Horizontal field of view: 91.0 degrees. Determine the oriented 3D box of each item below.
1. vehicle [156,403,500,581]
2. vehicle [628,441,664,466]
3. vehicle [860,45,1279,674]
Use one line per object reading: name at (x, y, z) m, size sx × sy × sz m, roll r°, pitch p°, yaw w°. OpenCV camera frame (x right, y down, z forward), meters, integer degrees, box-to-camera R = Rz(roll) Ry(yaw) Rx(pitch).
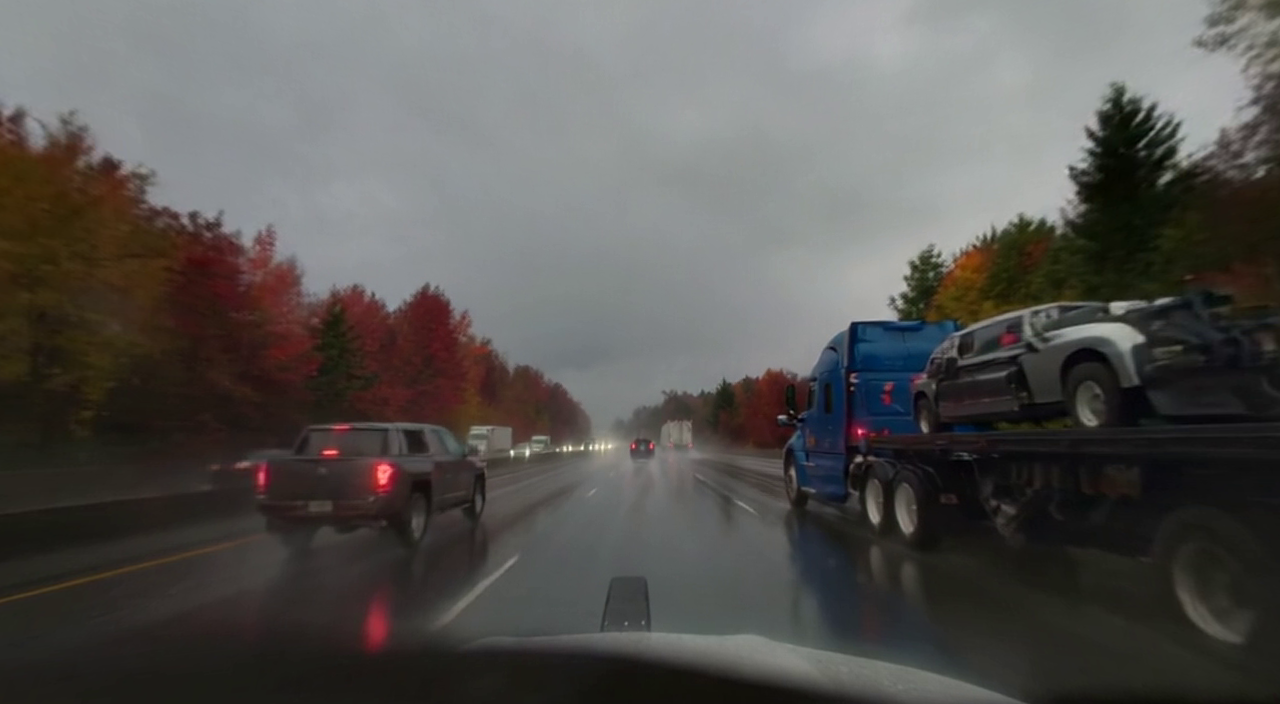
vehicle at (-3.488, 1.674, 8.377) m, size 2.077 × 1.669 × 4.739 m, roll 0°, pitch -8°, yaw 1°
vehicle at (0.364, 6.395, 39.862) m, size 2.152 × 1.484 × 4.211 m, roll 0°, pitch -8°, yaw 1°
vehicle at (4.926, -0.023, 2.859) m, size 3.150 × 3.257 × 13.098 m, roll 0°, pitch -8°, yaw 0°
